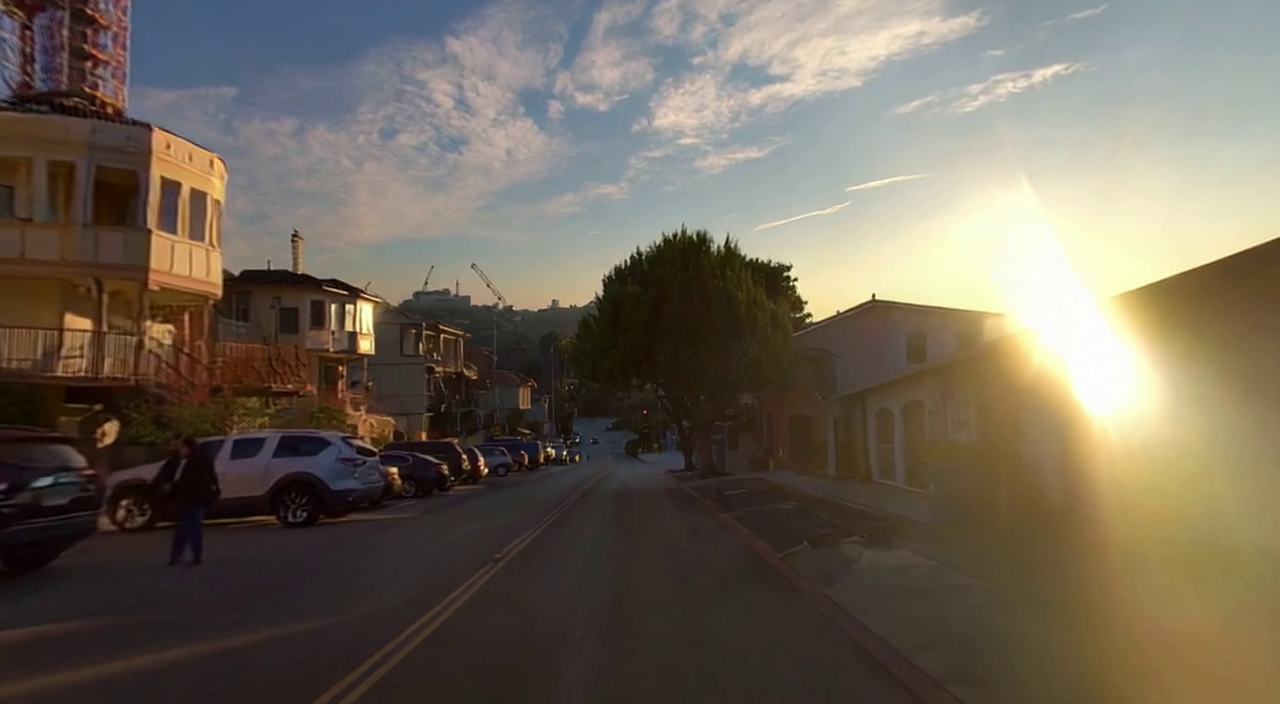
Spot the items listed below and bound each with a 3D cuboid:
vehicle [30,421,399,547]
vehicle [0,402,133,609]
[{"bbox_3d":[-7.320,2.299,11.357,4.981,1.975,2.296,-1,-9,3],"label":"vehicle"},{"bbox_3d":[-7.879,1.479,6.193,4.025,1.878,1.954,0,-9,-1],"label":"vehicle"}]
